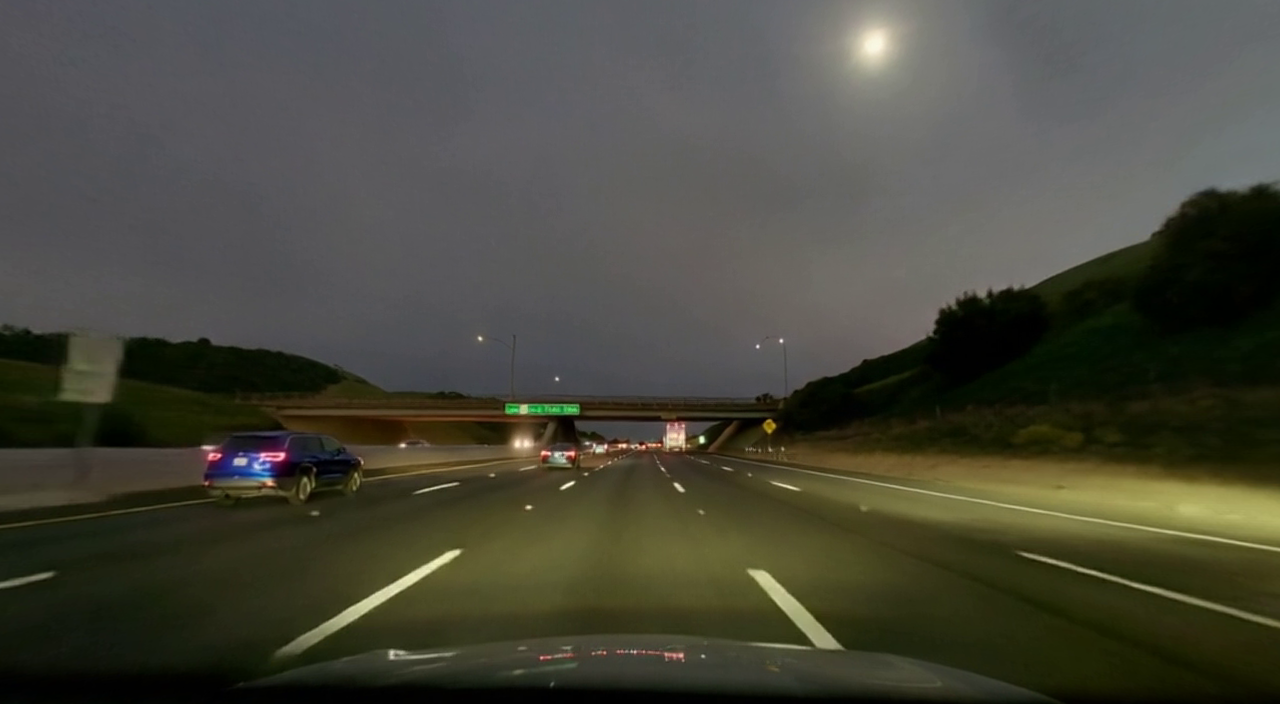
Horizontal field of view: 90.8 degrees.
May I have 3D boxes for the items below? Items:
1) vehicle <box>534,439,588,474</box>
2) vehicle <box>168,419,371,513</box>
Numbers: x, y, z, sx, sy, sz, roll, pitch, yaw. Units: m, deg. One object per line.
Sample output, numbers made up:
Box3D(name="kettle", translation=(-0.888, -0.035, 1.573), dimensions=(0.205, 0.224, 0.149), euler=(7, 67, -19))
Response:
Box3D(name="vehicle", translation=(-3.673, 4.927, 29.986), dimensions=(1.925, 1.509, 4.363), euler=(0, -9, 1))
Box3D(name="vehicle", translation=(-7.683, 2.413, 13.703), dimensions=(1.860, 1.694, 4.173), euler=(0, -9, 0))
